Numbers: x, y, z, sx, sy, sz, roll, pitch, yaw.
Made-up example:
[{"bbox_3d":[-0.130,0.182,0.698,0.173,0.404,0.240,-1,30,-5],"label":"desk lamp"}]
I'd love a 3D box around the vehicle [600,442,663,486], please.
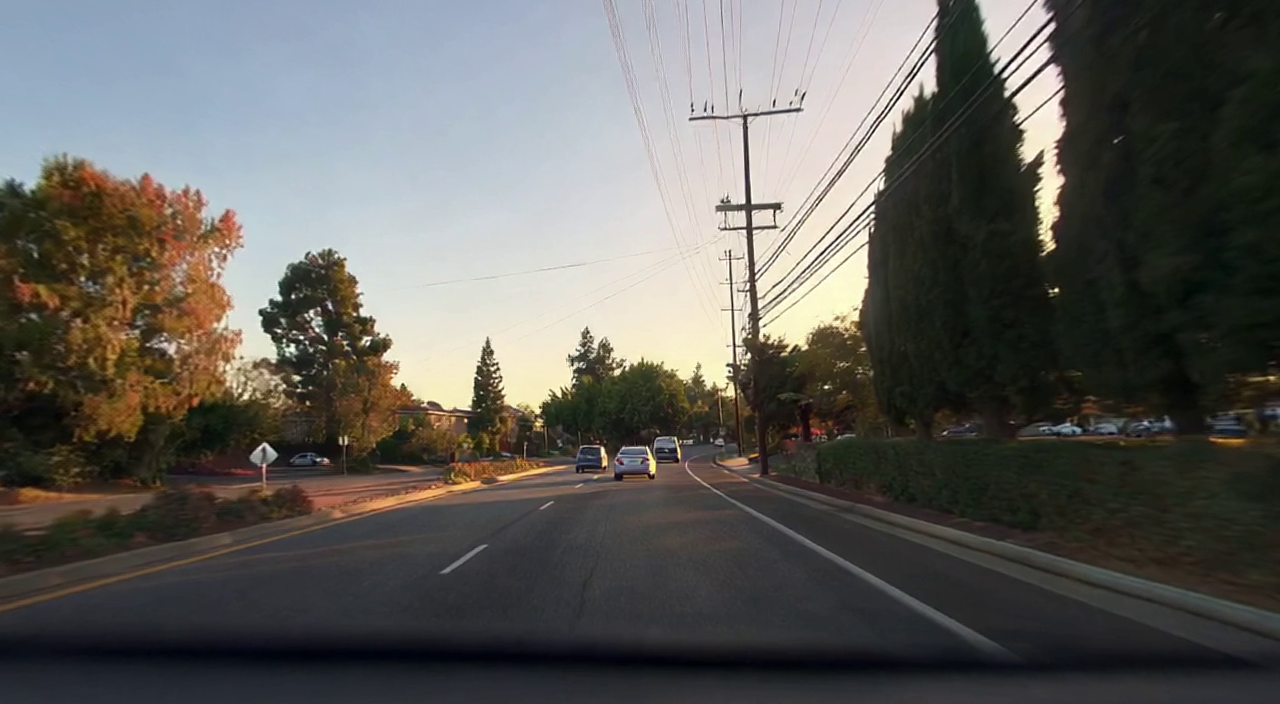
[{"bbox_3d":[-0.220,4.143,23.656,2.117,1.474,4.036,-1,-8,3],"label":"vehicle"}]

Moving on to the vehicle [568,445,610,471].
[{"bbox_3d":[-3.018,6.357,38.028,1.983,1.485,4.159,-1,-8,3],"label":"vehicle"}]
